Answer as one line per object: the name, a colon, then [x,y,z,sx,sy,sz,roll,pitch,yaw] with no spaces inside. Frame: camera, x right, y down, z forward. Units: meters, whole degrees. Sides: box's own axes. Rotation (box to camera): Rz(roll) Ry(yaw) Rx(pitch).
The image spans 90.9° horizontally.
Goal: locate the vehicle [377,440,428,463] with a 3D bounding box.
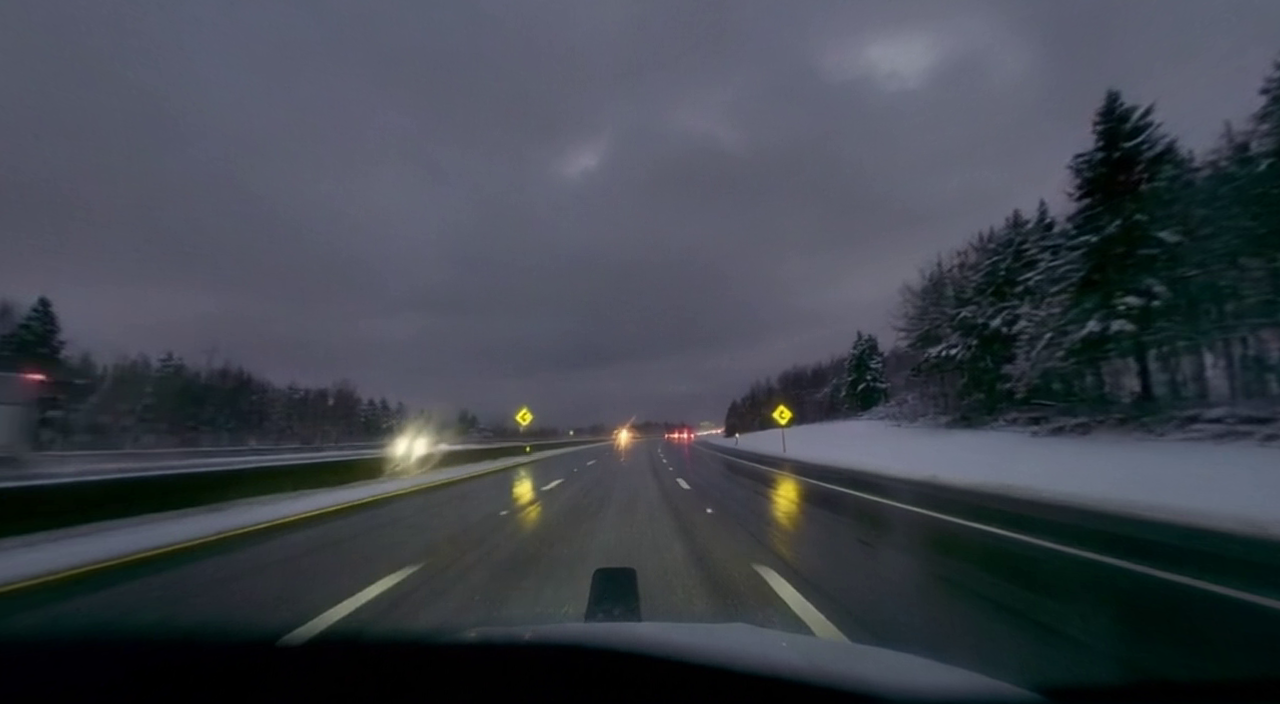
vehicle: [-16.222,6.796,43.251,1.935,1.502,3.903,0,-8,0]
